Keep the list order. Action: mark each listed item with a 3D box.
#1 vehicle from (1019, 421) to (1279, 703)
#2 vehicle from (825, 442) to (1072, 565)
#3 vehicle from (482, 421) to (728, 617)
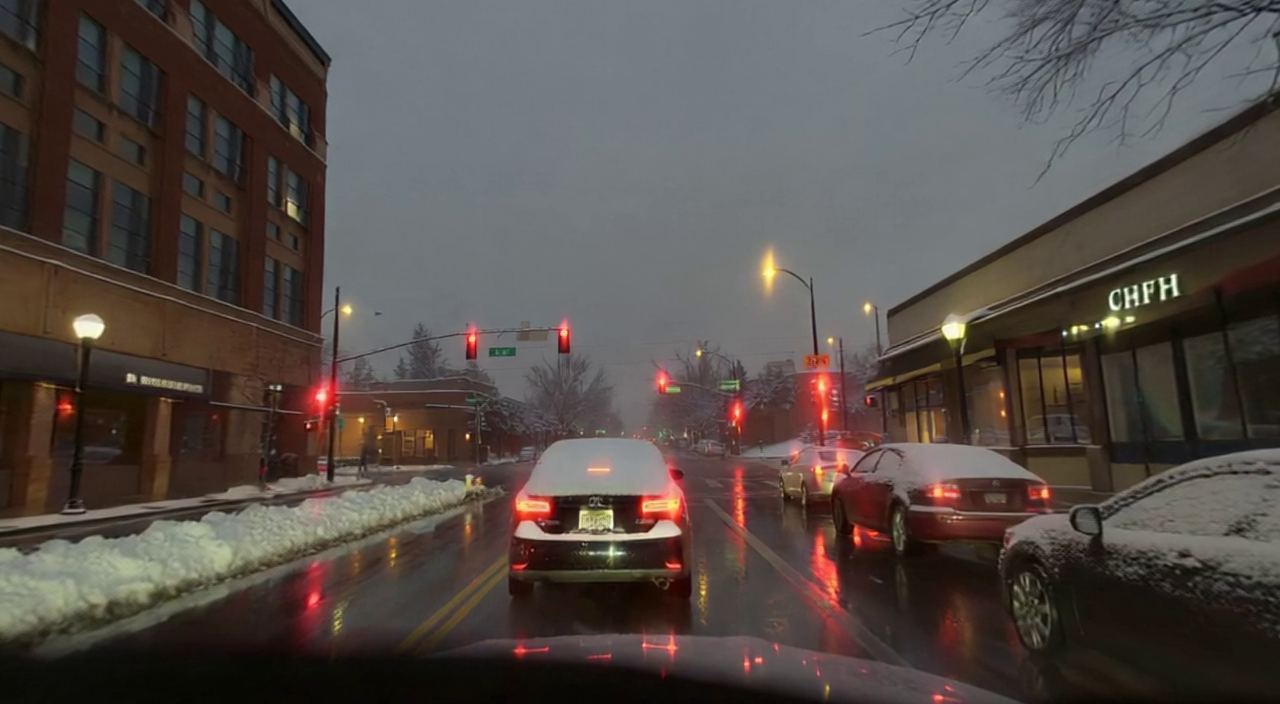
[{"bbox_3d":[3.178,0.826,1.107,2.006,1.496,4.767,0,-9,-1],"label":"vehicle"},{"bbox_3d":[4.551,2.241,10.267,1.912,1.505,4.618,-1,-8,4],"label":"vehicle"},{"bbox_3d":[-0.279,1.566,6.786,1.888,1.489,3.703,0,-8,0],"label":"vehicle"}]
